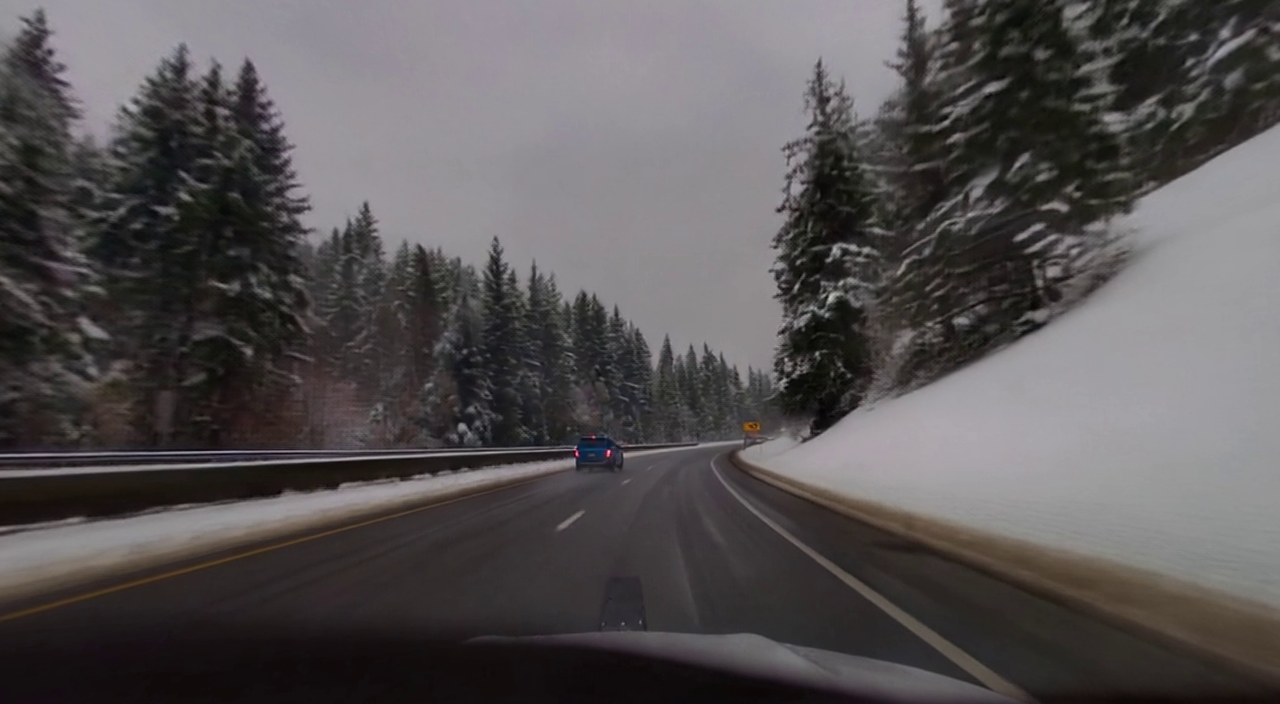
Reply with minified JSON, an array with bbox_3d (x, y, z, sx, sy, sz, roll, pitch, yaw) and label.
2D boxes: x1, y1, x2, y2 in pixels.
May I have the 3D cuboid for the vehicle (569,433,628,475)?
[{"bbox_3d":[-1.801,4.671,28.972,2.005,1.752,4.479,-1,-8,5],"label":"vehicle"}]
